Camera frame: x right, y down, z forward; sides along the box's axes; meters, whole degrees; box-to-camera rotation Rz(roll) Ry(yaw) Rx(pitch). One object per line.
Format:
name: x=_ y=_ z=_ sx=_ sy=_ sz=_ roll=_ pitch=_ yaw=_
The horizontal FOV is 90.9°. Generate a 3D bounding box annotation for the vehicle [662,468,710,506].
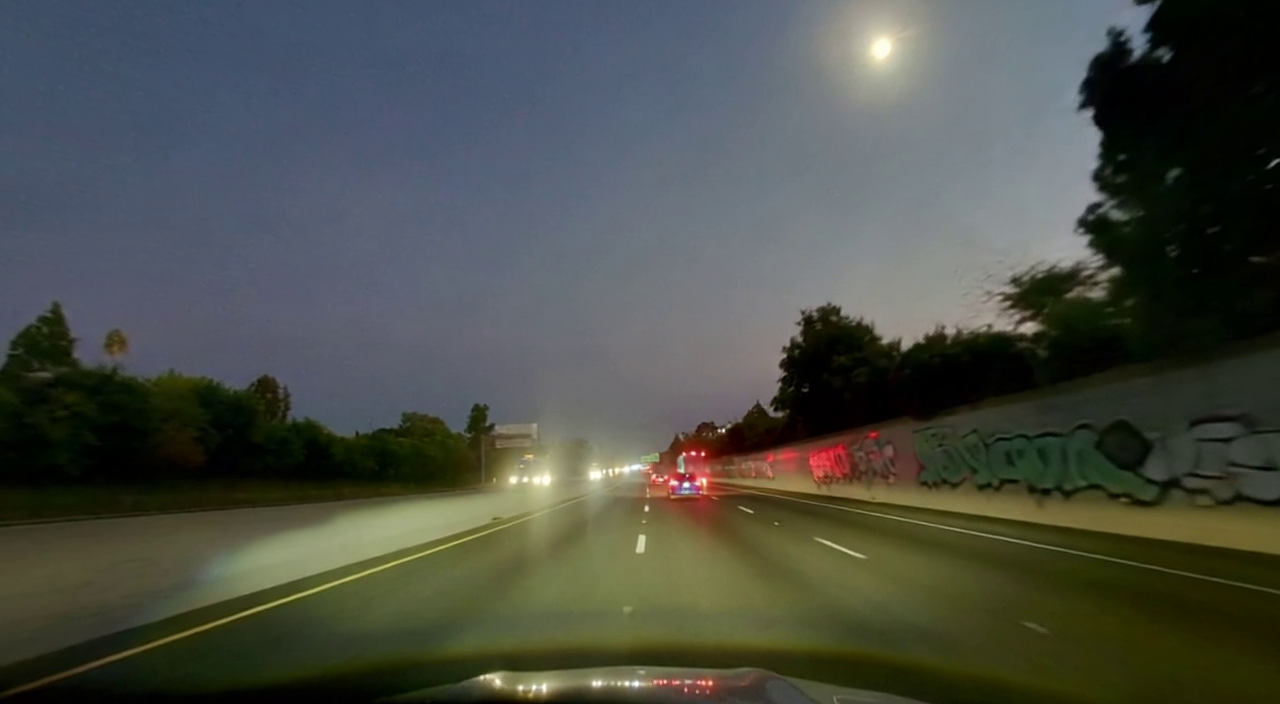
vehicle: x=2.099 y=6.293 z=29.544 sx=2.011 sy=1.574 sz=3.512 roll=2 pitch=-10 yaw=1
